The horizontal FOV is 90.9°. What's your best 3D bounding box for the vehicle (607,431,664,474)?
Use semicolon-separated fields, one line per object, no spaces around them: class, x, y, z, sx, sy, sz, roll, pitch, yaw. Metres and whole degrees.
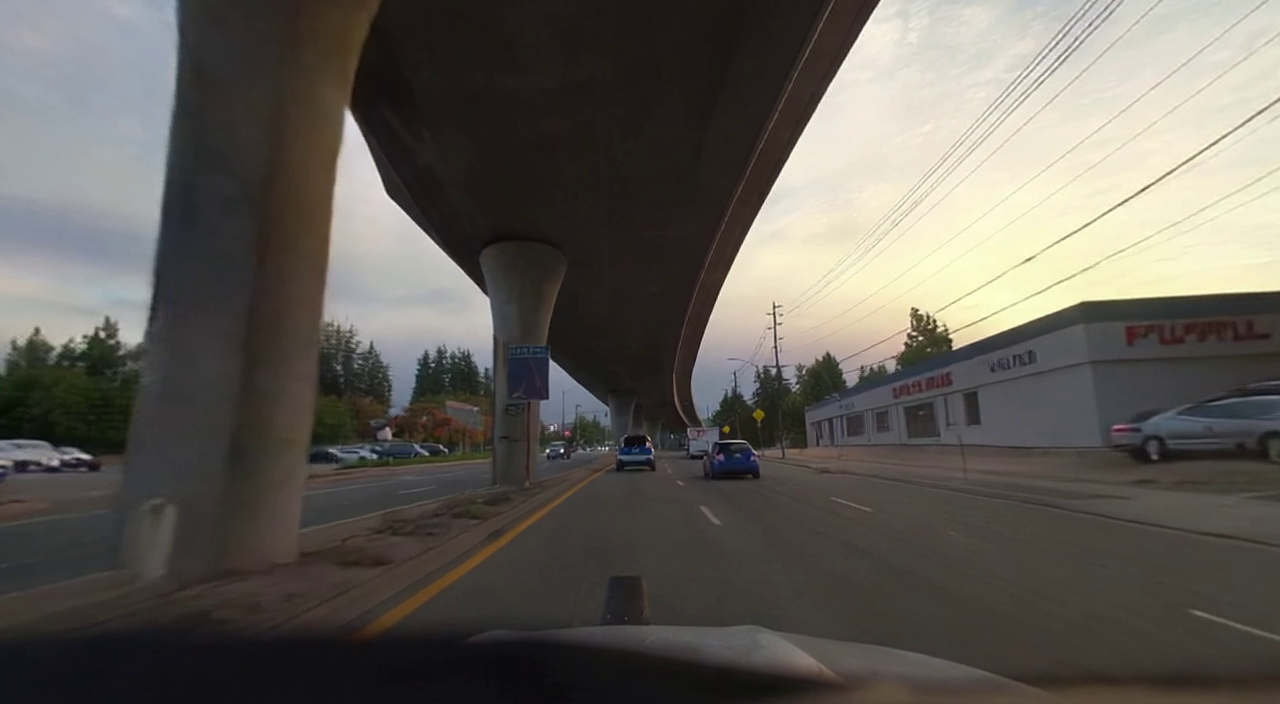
vehicle;-0.150;4.590;29.145;2.441;1.813;4.581;0;-8;1

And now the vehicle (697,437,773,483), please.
vehicle;3.323;3.857;22.956;1.954;1.479;4.557;0;-8;-1
